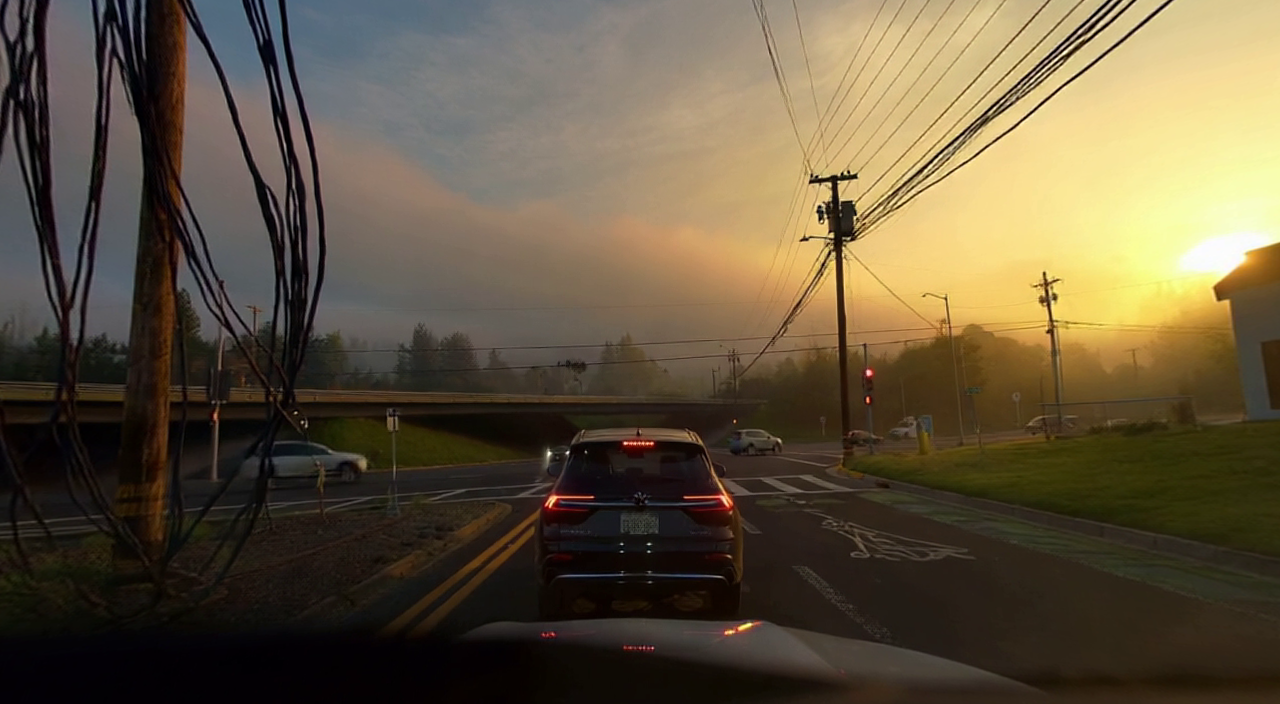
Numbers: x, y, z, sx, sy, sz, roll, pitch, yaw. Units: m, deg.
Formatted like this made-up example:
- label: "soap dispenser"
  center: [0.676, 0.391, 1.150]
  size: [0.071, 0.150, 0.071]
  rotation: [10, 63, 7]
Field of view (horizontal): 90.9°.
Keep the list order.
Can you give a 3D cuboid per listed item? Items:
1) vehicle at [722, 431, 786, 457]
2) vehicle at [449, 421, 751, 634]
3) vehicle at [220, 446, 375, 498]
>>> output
- label: "vehicle"
  center: [7.938, 6.365, 43.642]
  size: [1.986, 1.667, 4.748]
  rotation: [-8, -12, 43]
- label: "vehicle"
  center: [-0.243, 1.527, 6.460]
  size: [2.090, 1.458, 4.033]
  rotation: [-1, -9, 1]
- label: "vehicle"
  center: [-12.166, 4.208, 22.620]
  size: [4.435, 1.637, 1.901]
  rotation: [8, -12, -44]
